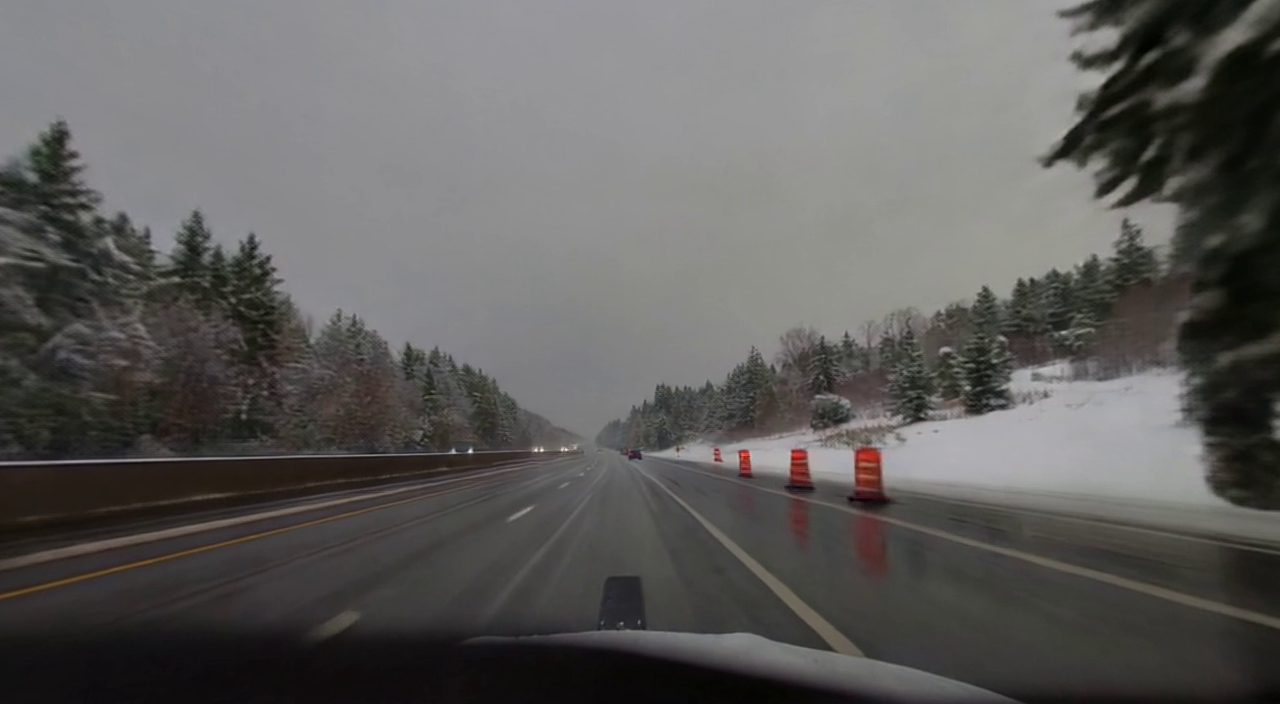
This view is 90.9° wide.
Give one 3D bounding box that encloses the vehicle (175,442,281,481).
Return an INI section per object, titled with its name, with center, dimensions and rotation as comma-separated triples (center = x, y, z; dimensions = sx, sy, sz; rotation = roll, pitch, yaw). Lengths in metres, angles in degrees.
[vehicle]
center = -17.813, 4.726, 27.519
dimensions = 1.851, 1.543, 4.162
rotation = 0, -9, -1
